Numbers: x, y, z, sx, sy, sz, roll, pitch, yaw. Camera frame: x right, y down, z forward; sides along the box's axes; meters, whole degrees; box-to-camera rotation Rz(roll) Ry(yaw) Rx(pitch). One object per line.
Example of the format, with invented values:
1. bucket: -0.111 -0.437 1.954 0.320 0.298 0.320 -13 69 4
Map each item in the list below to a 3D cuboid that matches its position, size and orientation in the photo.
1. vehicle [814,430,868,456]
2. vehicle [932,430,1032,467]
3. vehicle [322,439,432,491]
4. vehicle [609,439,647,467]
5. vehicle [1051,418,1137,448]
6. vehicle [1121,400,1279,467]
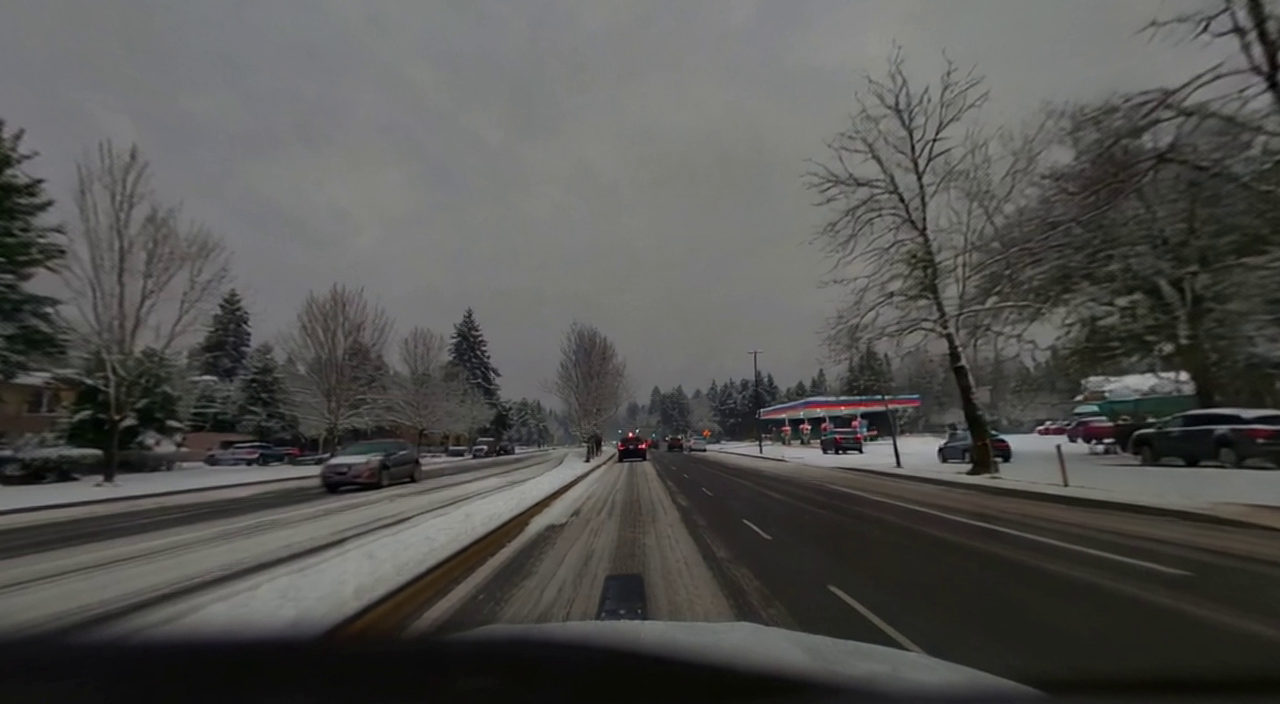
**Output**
1. vehicle: 15.145 6.919 47.901 2.368 1.868 4.724 0 -9 -1
2. vehicle: 15.145 4.318 28.305 2.001 1.479 4.696 0 -9 2
3. vehicle: -9.274 3.994 22.746 2.121 1.677 4.324 0 -9 0
4. vehicle: -0.646 5.712 35.978 2.052 1.488 3.779 0 -8 -1
5. vehicle: 33.510 6.071 46.895 2.355 2.034 5.438 0 -8 0
6. vehicle: 19.639 2.816 21.503 2.266 1.973 5.443 0 -8 1
